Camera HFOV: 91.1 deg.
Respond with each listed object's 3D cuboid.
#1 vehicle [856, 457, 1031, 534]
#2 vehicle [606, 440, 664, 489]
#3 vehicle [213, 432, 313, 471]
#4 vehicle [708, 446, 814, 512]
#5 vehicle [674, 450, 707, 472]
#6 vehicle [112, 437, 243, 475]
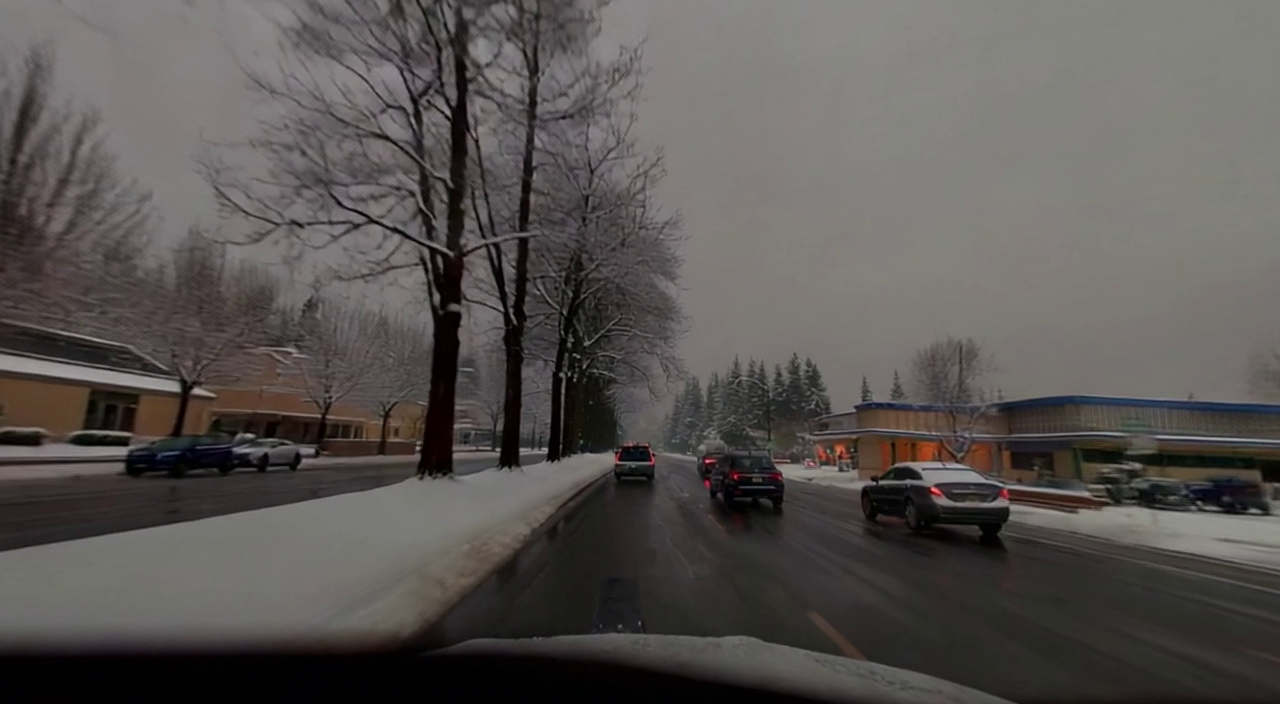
[{"bbox_3d":[6.800,3.215,14.694,1.944,1.458,4.268,0,-9,0],"label":"vehicle"},{"bbox_3d":[-0.154,4.204,23.811,2.008,1.674,4.239,0,-9,0],"label":"vehicle"},{"bbox_3d":[-19.093,5.074,32.106,2.043,1.707,4.798,3,-9,0],"label":"vehicle"},{"bbox_3d":[3.033,3.288,16.732,1.932,1.510,4.168,0,-9,-1],"label":"vehicle"},{"bbox_3d":[3.566,7.778,45.064,2.012,1.462,4.163,0,-9,-1],"label":"vehicle"},{"bbox_3d":[-19.009,4.302,26.110,1.905,1.428,4.637,0,-9,0],"label":"vehicle"}]
